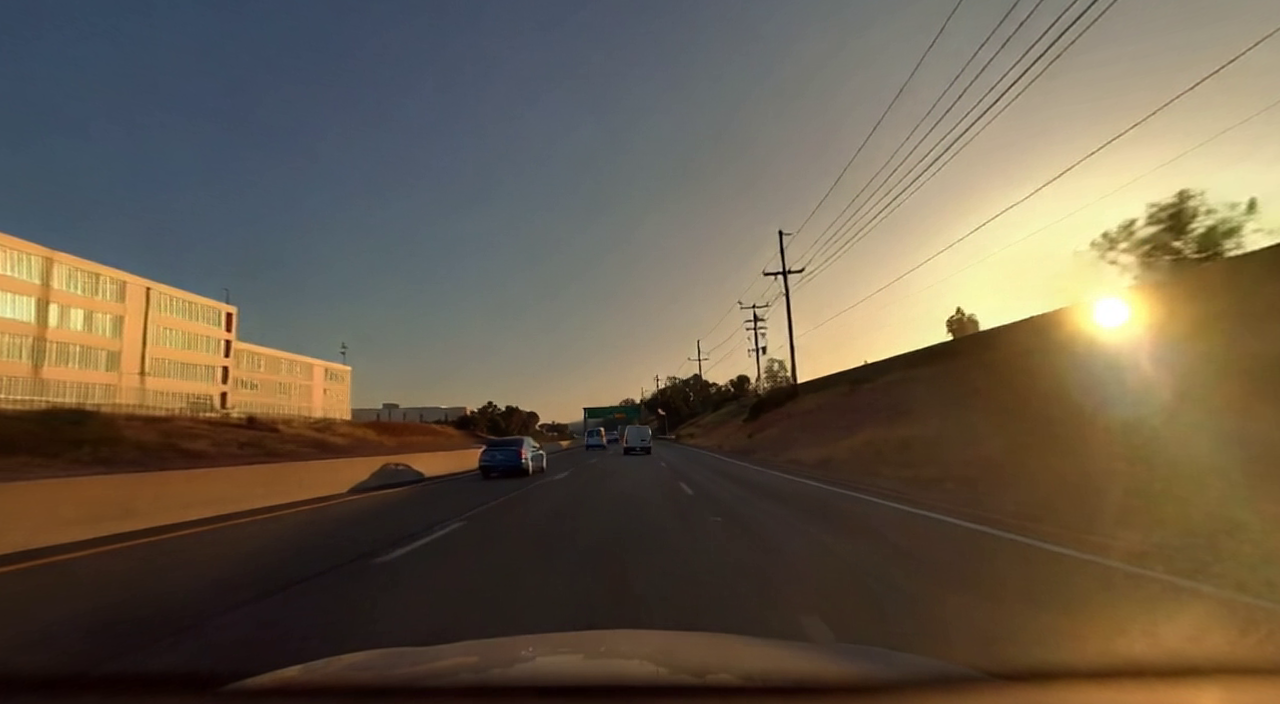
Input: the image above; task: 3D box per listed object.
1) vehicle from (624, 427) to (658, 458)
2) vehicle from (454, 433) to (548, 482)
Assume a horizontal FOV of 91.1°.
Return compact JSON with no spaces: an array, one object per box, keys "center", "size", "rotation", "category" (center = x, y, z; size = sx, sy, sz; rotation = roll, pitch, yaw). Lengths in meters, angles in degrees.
[{"center":[0.017,6.245,43.534],"size":[2.213,1.997,4.456],"rotation":[0,-8,-1],"category":"vehicle"},{"center":[-4.644,3.584,21.837],"size":[2.087,1.464,4.853],"rotation":[0,-8,1],"category":"vehicle"}]
